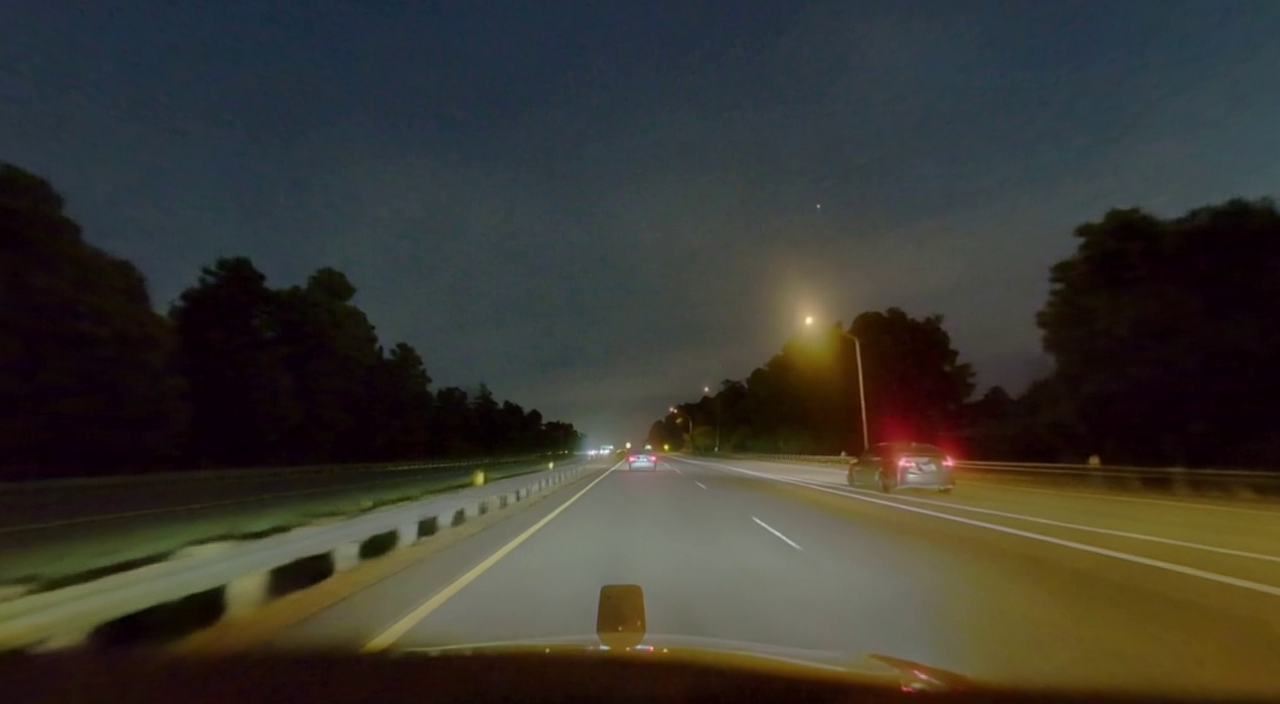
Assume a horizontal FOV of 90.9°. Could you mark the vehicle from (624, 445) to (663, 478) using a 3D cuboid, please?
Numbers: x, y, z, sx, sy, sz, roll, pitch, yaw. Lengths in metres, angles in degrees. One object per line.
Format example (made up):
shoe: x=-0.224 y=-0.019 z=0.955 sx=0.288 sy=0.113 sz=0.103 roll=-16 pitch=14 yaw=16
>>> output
vehicle: x=0.154 y=5.803 z=33.547 sx=1.987 sy=1.658 sz=3.620 roll=0 pitch=-9 yaw=-1
